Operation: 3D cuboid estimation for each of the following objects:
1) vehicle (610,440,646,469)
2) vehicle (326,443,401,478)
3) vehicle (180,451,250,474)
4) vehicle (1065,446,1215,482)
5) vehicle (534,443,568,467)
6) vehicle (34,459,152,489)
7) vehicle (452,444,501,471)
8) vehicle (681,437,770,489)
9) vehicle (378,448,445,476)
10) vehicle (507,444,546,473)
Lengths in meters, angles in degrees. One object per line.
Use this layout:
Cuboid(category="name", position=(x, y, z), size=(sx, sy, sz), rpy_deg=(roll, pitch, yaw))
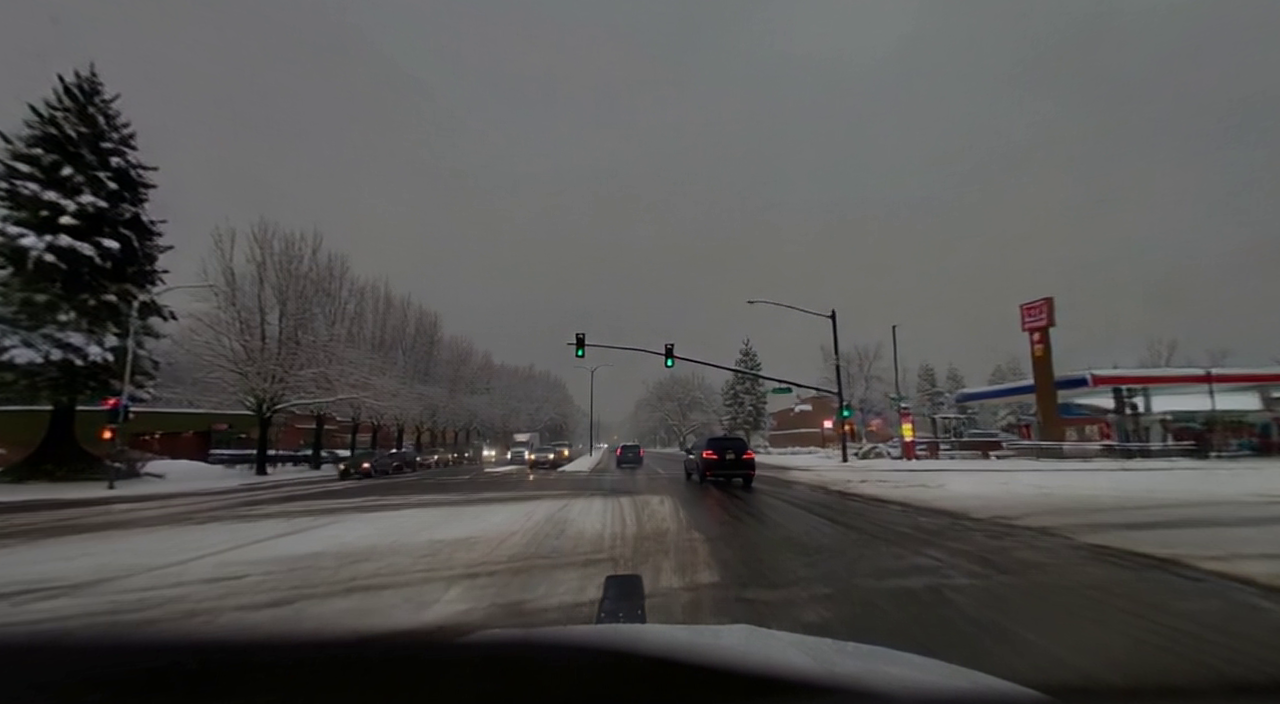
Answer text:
Cuboid(category="vehicle", position=(-0.749, 6.003, 37.261), size=(2.029, 1.605, 3.827), rpy_deg=(0, -8, -3))
Cuboid(category="vehicle", position=(-16.629, 6.537, 38.338), size=(2.191, 1.926, 5.787), rpy_deg=(0, -9, -3))
Cuboid(category="vehicle", position=(-29.583, 7.689, 44.000), size=(3.640, 1.462, 1.660), rpy_deg=(-1, -8, 1))
Cuboid(category="vehicle", position=(21.217, 4.754, 26.969), size=(4.637, 1.443, 2.050), rpy_deg=(-1, -8, 1))
Cuboid(category="vehicle", position=(-6.213, 7.206, 44.566), size=(1.953, 1.526, 4.349), rpy_deg=(0, -8, -3))
Cuboid(category="vehicle", position=(-28.607, 6.375, 33.138), size=(4.428, 1.416, 1.759), rpy_deg=(0, -8, -2))
Cuboid(category="vehicle", position=(-10.035, 6.502, 39.196), size=(2.165, 1.557, 4.515), rpy_deg=(1, -9, -5))
Cuboid(category="vehicle", position=(2.617, 3.536, 20.465), size=(2.061, 1.487, 4.462), rpy_deg=(0, -9, -3))
Cuboid(category="vehicle", position=(-13.378, 6.460, 37.407), size=(2.186, 1.532, 5.087), rpy_deg=(0, -8, -2))
Cuboid(category="vehicle", position=(-6.340, 5.923, 35.540), size=(1.972, 1.466, 4.493), rpy_deg=(2, -8, -9))
